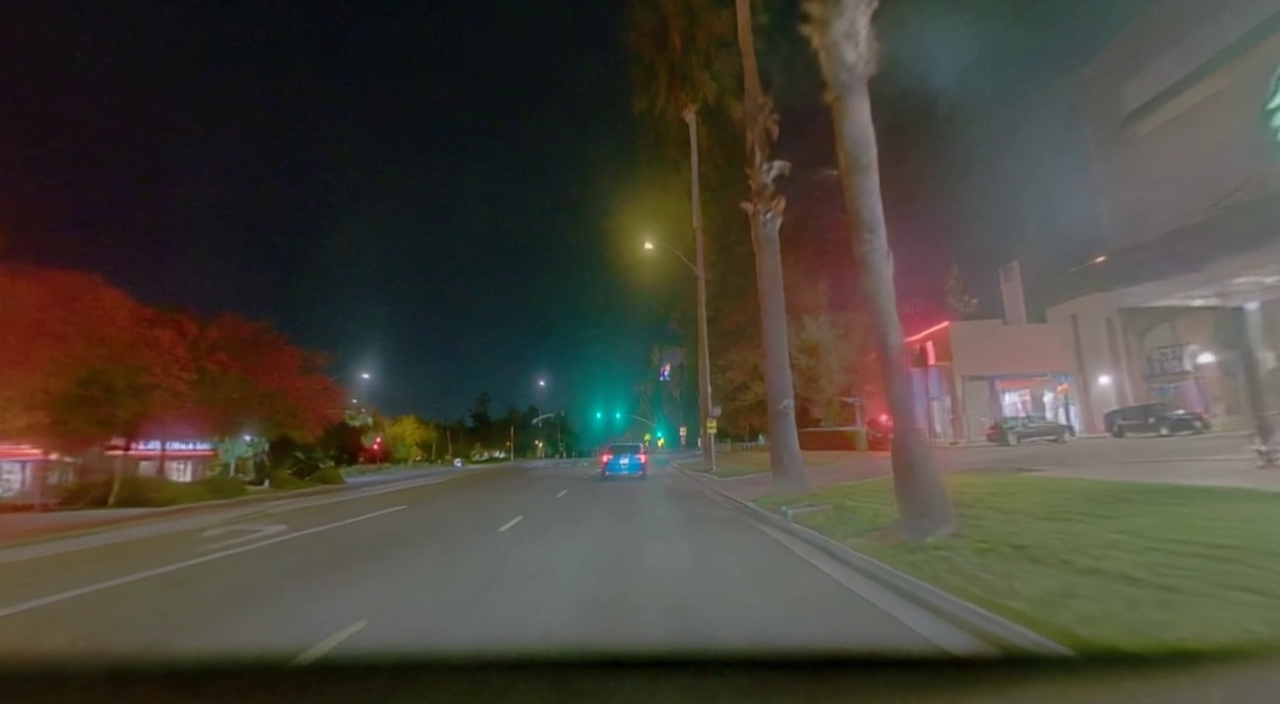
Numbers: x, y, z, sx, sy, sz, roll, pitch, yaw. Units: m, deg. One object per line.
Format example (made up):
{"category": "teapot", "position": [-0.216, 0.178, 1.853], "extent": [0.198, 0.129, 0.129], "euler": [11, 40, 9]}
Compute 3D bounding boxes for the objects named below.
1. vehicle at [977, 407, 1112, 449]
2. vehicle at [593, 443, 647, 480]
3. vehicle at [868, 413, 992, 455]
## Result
{"category": "vehicle", "position": [17.773, 3.433, 27.993], "extent": [1.856, 1.665, 4.574], "euler": [5, -10, -32]}
{"category": "vehicle", "position": [-0.837, 4.711, 27.530], "extent": [2.156, 1.462, 4.495], "euler": [0, -8, -1]}
{"category": "vehicle", "position": [12.533, 3.659, 27.618], "extent": [1.873, 1.657, 4.557], "euler": [5, -11, -30]}
